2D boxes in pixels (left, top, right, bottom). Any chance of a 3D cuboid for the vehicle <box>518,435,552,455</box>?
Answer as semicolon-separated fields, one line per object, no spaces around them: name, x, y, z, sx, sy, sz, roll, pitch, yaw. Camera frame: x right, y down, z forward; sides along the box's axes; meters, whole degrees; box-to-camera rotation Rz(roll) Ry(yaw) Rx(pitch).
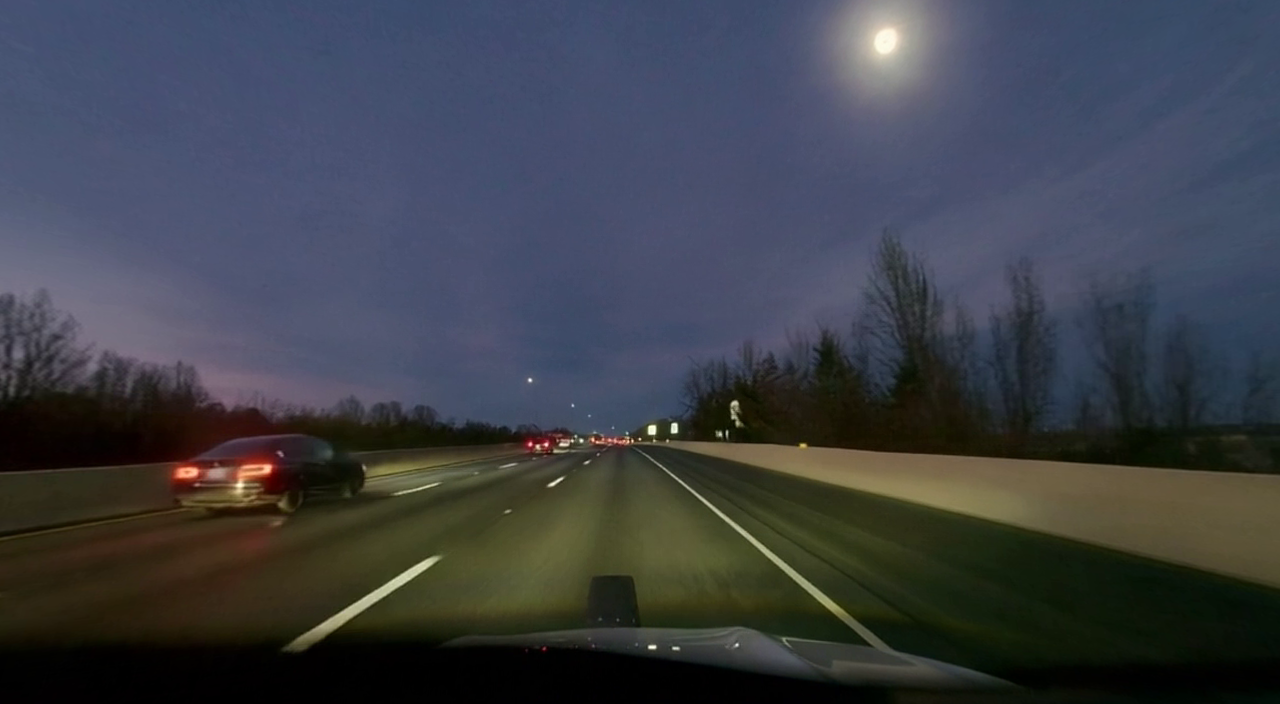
vehicle;-8.089;7.192;48.765;1.988;1.505;4.044;0;-8;-2

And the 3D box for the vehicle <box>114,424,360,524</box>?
vehicle;-7.254;2.198;11.993;1.972;1.532;4.222;0;-8;-1
